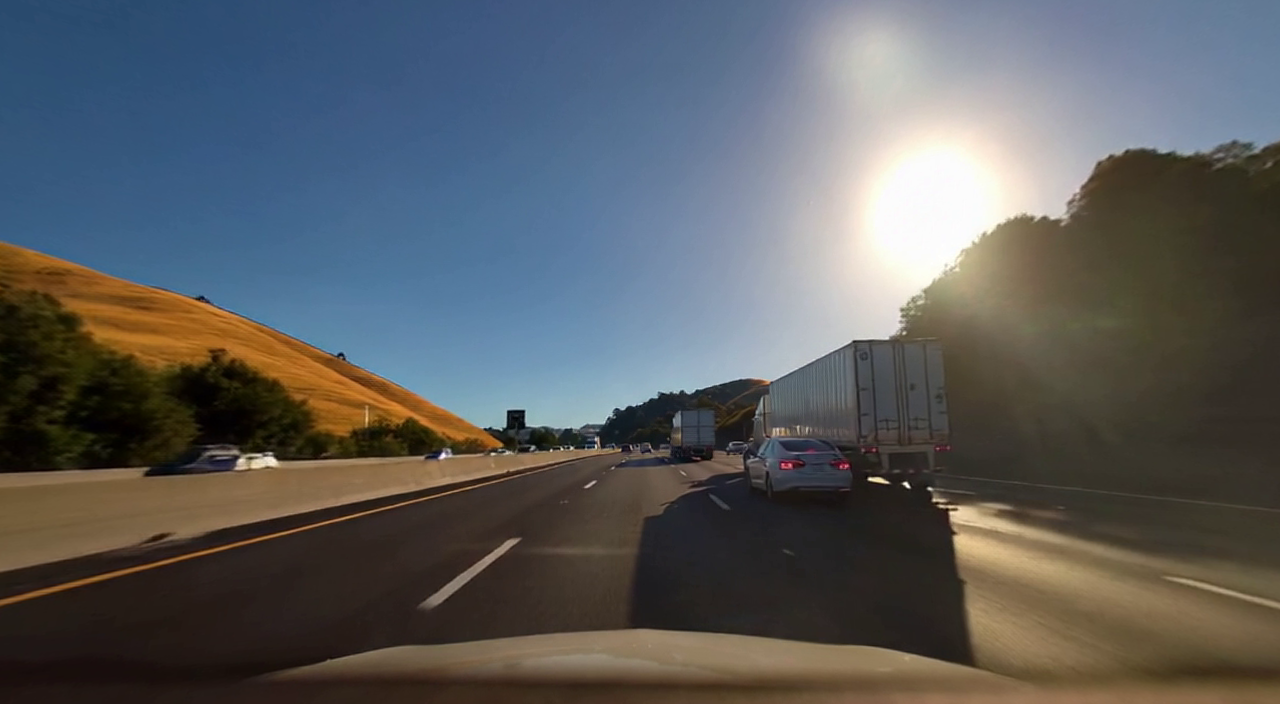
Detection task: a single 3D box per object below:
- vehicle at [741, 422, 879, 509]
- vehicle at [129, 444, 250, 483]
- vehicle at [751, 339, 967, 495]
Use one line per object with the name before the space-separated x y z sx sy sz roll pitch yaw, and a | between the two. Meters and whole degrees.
vehicle | 3.787 2.628 14.929 2.055 1.737 4.224 0 -9 0
vehicle | -20.017 4.929 28.270 1.957 1.587 4.595 0 -9 1
vehicle | 7.299 2.925 25.051 2.947 4.199 16.175 0 -9 0
